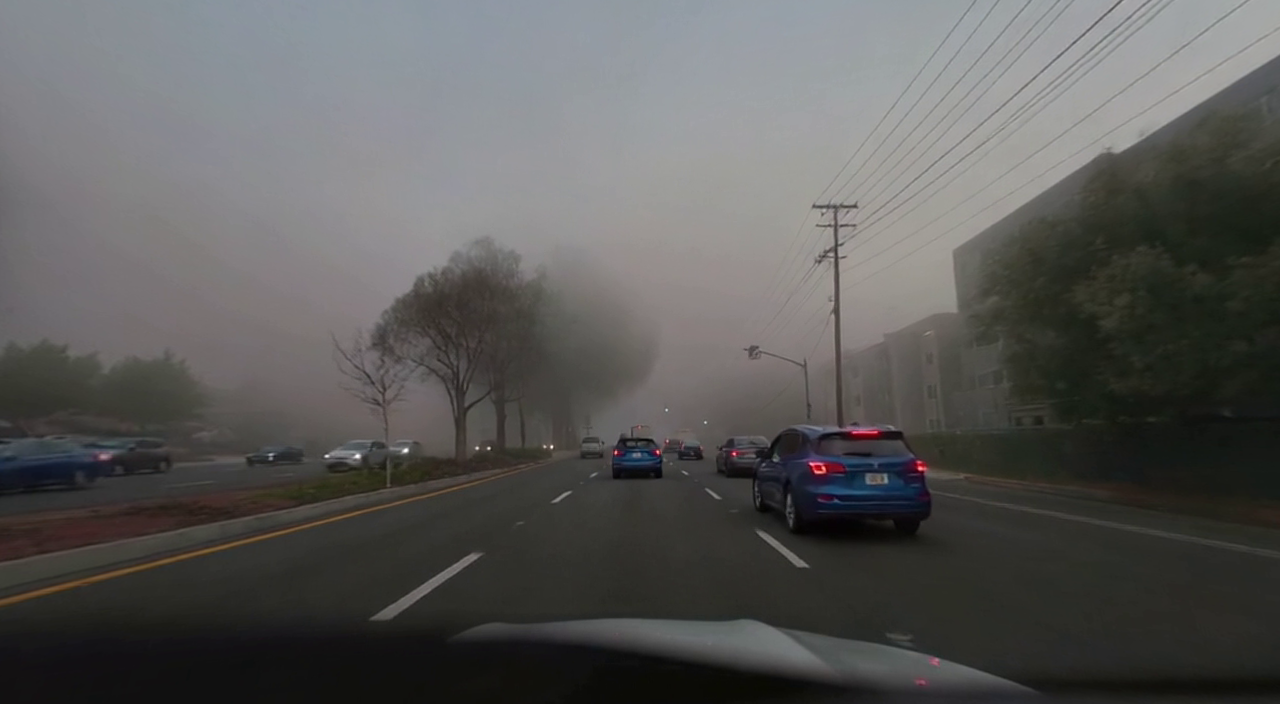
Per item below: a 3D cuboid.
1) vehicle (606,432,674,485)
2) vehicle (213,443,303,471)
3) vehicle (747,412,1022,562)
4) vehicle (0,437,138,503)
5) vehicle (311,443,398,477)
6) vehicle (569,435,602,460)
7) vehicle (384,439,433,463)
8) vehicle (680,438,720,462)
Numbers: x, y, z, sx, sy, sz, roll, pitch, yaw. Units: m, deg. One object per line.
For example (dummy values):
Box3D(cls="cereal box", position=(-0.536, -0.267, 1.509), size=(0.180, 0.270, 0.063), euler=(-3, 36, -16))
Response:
Box3D(cls="vehicle", position=(-0.018, 3.560, 21.393), size=(2.073, 1.606, 3.933), euler=(0, -9, 0))
Box3D(cls="vehicle", position=(-22.712, 6.249, 37.870), size=(2.154, 1.568, 5.081), euler=(-1, -9, 1))
Box3D(cls="vehicle", position=(3.149, 1.863, 9.496), size=(2.123, 1.657, 4.719), euler=(0, -9, -2))
Box3D(cls="vehicle", position=(-16.831, 3.218, 17.592), size=(1.944, 1.624, 4.561), euler=(0, -9, 0))
Box3D(cls="vehicle", position=(-13.244, 5.035, 29.653), size=(1.932, 1.455, 4.485), euler=(-1, -9, 0))
Box3D(cls="vehicle", position=(-4.137, 7.356, 48.660), size=(2.104, 1.773, 4.338), euler=(0, -9, 0))
Box3D(cls="vehicle", position=(-17.026, 7.339, 46.780), size=(1.905, 1.634, 4.617), euler=(0, -9, -1))
Box3D(cls="vehicle", position=(3.760, 6.263, 40.425), size=(2.054, 1.461, 4.321), euler=(0, -9, -1))
